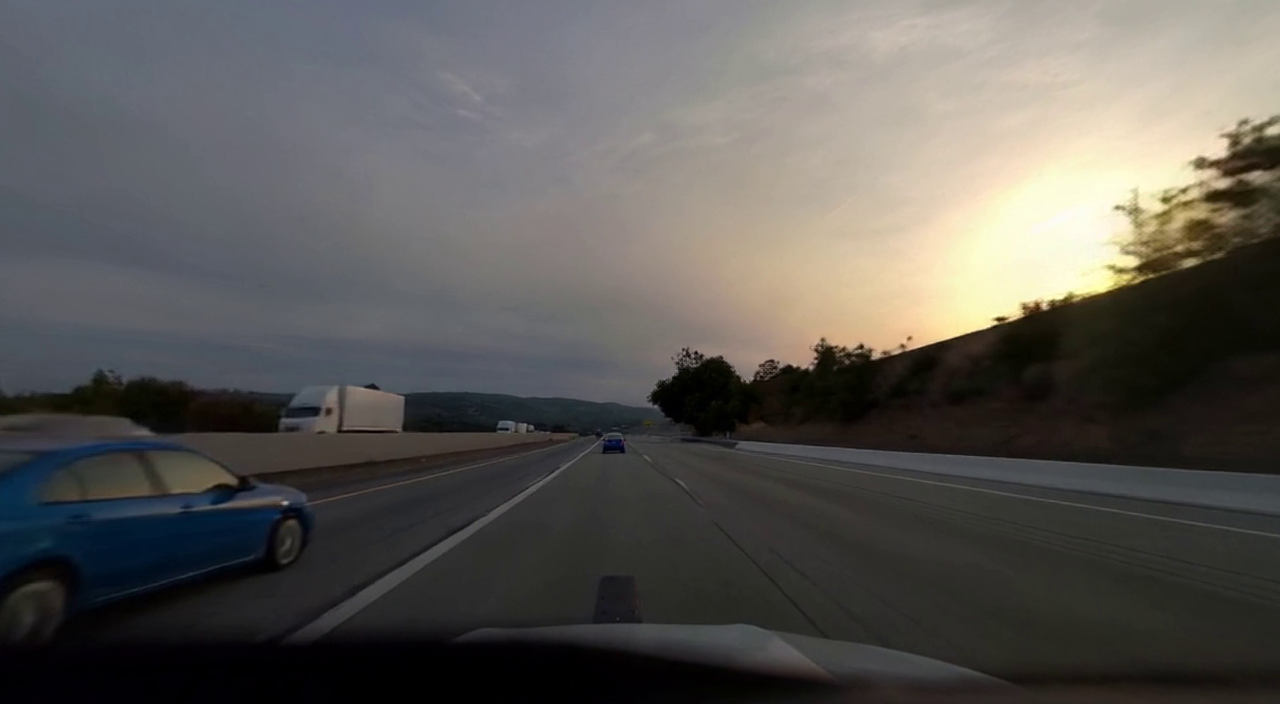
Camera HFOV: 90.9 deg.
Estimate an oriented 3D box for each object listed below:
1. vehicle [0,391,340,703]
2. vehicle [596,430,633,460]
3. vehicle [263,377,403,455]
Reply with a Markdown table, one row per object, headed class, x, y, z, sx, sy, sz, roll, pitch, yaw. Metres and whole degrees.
| class | x | y | z | sx | sy | sz | roll | pitch | yaw |
| --- | --- | --- | --- | --- | --- | --- | --- | --- | --- |
| vehicle | -4.085 | 1.072 | 3.781 | 2.141 | 1.534 | 5.099 | 0 | -8 | -1 |
| vehicle | -1.461 | 5.220 | 35.612 | 1.997 | 1.589 | 4.179 | 0 | -8 | -3 |
| vehicle | -17.700 | 4.017 | 37.780 | 2.982 | 3.955 | 11.838 | 0 | -8 | -3 |
